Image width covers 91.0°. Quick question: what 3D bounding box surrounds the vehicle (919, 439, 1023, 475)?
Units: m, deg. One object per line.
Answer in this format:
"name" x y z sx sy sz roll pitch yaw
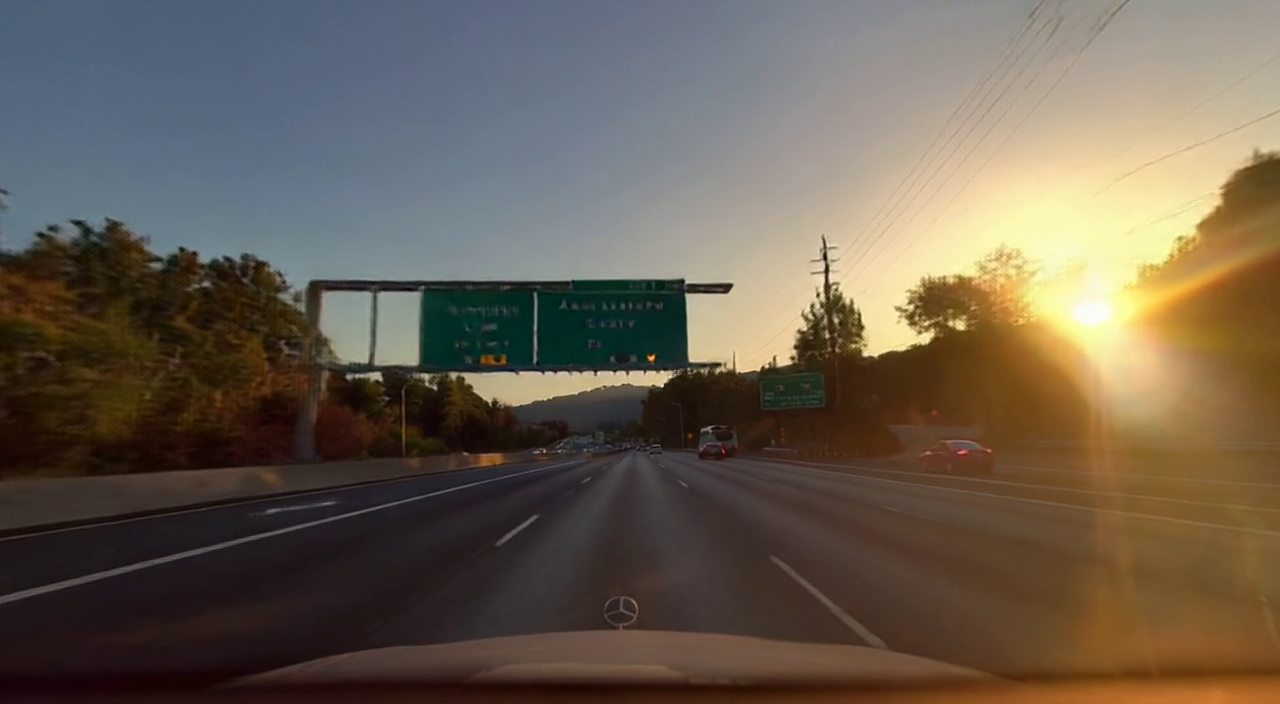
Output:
"vehicle" 14.616 4.656 28.149 2.089 1.484 4.573 0 -9 -1
